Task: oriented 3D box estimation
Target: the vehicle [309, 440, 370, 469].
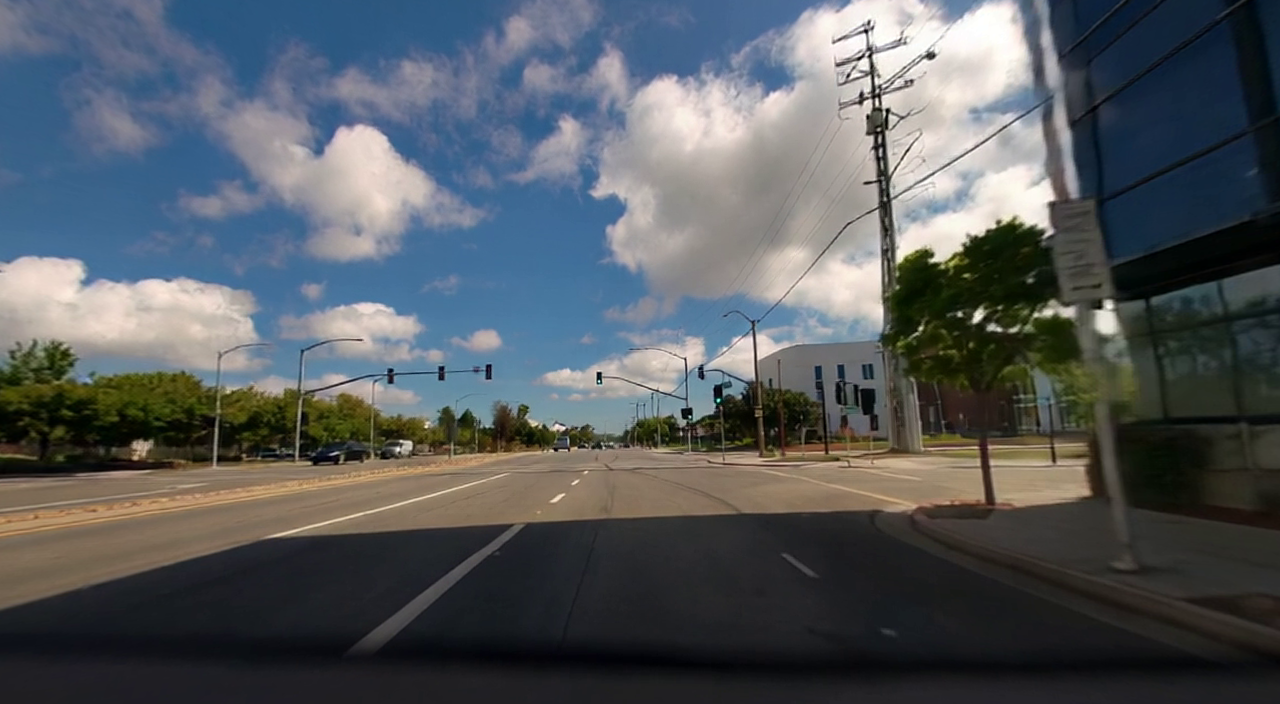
[{"bbox_3d":[-20.960,7.160,44.307,2.097,1.858,4.601,0,-9,-2],"label":"vehicle"}]
